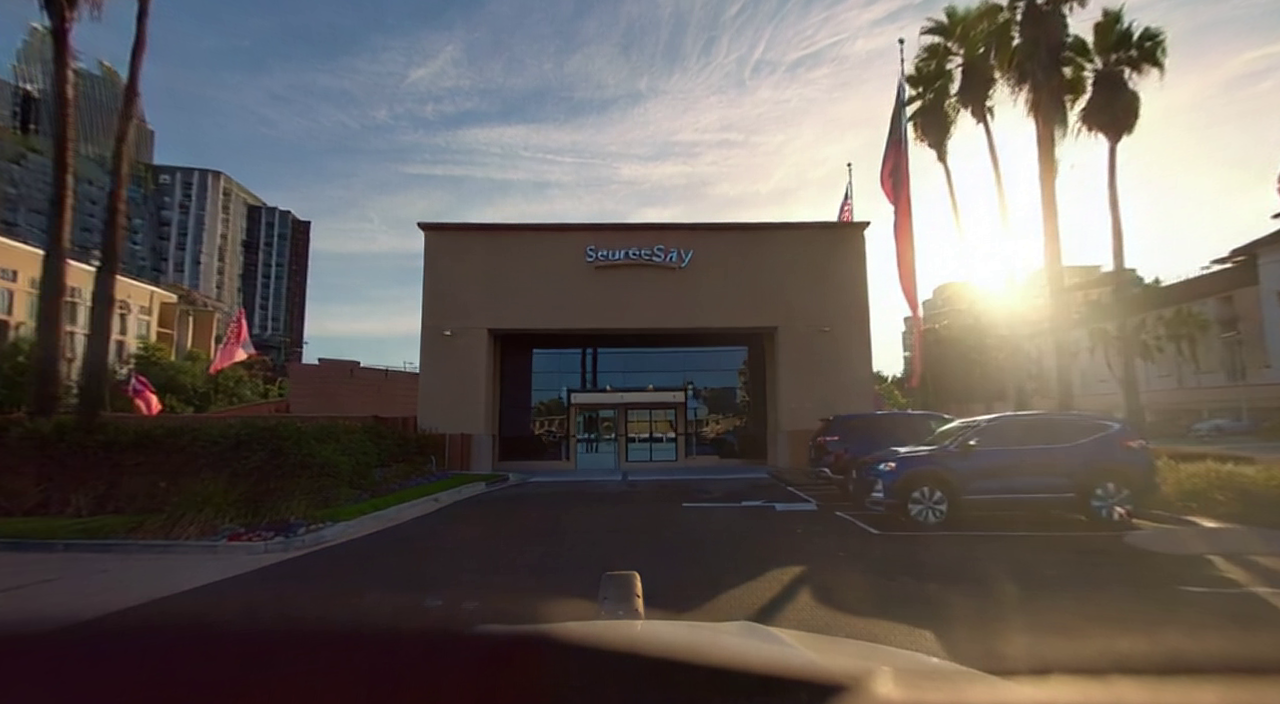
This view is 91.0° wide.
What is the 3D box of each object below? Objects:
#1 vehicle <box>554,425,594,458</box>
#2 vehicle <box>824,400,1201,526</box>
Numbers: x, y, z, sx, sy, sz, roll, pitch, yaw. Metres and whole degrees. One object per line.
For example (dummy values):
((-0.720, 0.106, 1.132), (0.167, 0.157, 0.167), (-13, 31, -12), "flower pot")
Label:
((-4.520, 6.216, 43.972), (1.943, 1.890, 4.472), (2, -4, 4), "vehicle")
((5.456, 1.683, 9.806), (4.567, 1.723, 1.926), (0, -8, 3), "vehicle")
